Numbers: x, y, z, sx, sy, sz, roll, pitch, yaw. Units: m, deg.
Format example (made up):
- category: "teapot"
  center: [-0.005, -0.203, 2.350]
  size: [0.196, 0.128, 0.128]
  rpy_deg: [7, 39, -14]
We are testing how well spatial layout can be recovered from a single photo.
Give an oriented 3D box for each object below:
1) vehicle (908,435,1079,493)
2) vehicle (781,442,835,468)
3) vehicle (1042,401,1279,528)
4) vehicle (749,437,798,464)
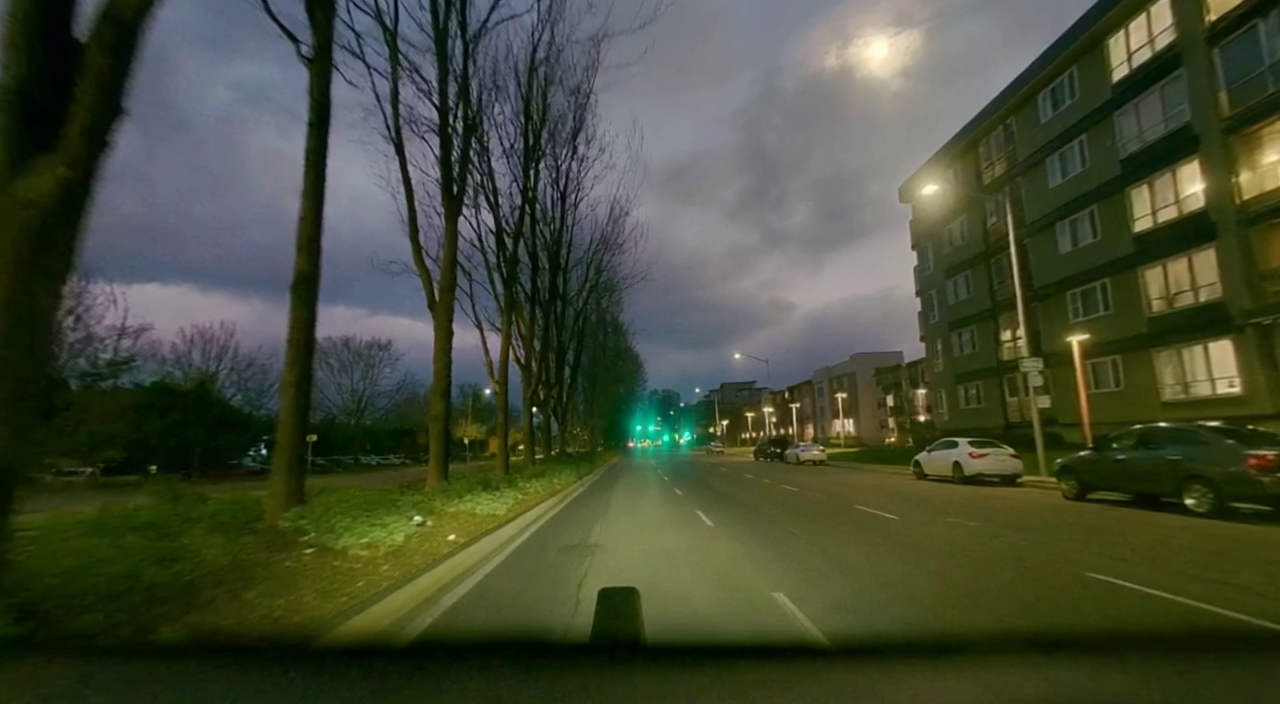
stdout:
- category: "vehicle"
  center: [10.115, 3.235, 18.690]
  size: [2.011, 1.466, 4.989]
  rpy_deg: [0, -9, -3]
- category: "vehicle"
  center: [9.953, 6.118, 37.750]
  size: [1.964, 1.477, 4.459]
  rpy_deg: [0, -9, 0]
- category: "vehicle"
  center: [10.208, 2.018, 11.771]
  size: [2.064, 1.827, 5.201]
  rpy_deg: [0, -9, 1]
- category: "vehicle"
  center: [9.664, 7.169, 46.210]
  size: [2.272, 1.843, 4.913]
  rpy_deg: [1, -9, -3]
